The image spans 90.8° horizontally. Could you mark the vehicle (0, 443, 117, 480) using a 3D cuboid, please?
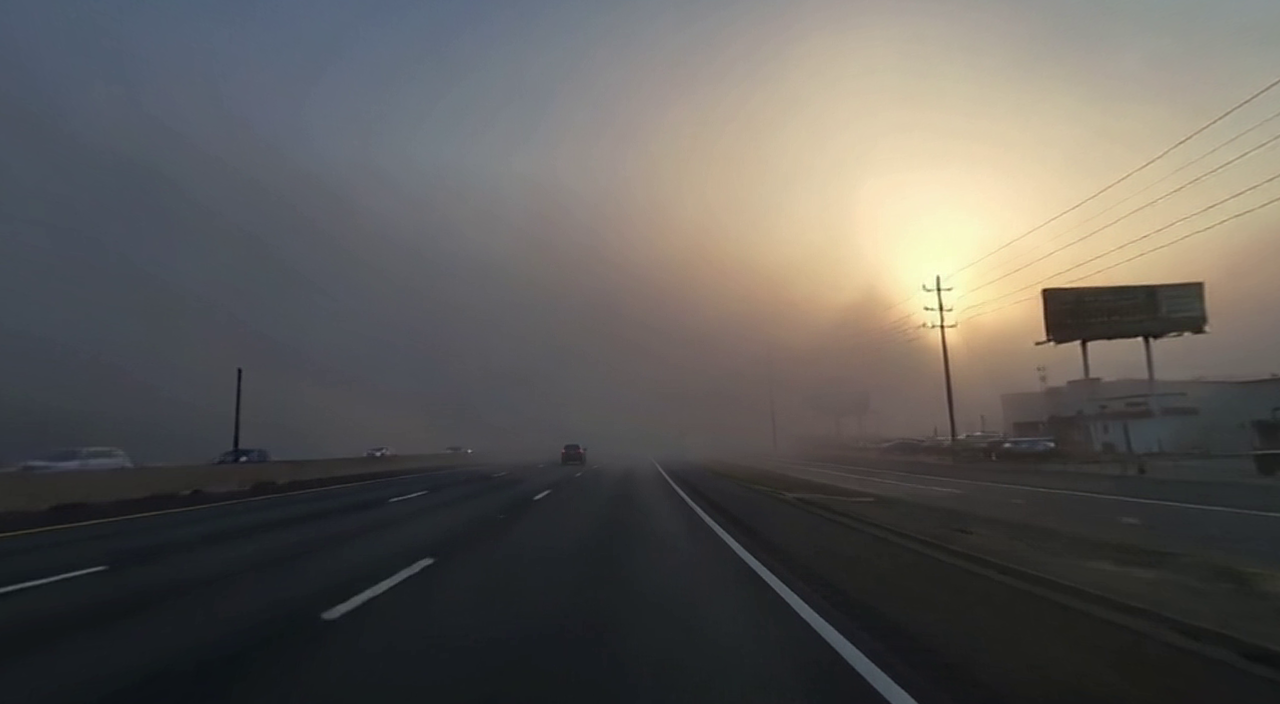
[{"bbox_3d":[-29.448,5.502,32.025,1.975,1.687,4.555,0,-8,0],"label":"vehicle"}]

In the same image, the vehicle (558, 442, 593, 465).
[{"bbox_3d":[-4.272,6.807,42.462,1.940,1.479,4.545,0,-9,-1],"label":"vehicle"}]

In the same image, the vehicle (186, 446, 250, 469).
[{"bbox_3d":[-32.932,8.194,49.445,1.899,1.687,4.484,0,-9,0],"label":"vehicle"}]
